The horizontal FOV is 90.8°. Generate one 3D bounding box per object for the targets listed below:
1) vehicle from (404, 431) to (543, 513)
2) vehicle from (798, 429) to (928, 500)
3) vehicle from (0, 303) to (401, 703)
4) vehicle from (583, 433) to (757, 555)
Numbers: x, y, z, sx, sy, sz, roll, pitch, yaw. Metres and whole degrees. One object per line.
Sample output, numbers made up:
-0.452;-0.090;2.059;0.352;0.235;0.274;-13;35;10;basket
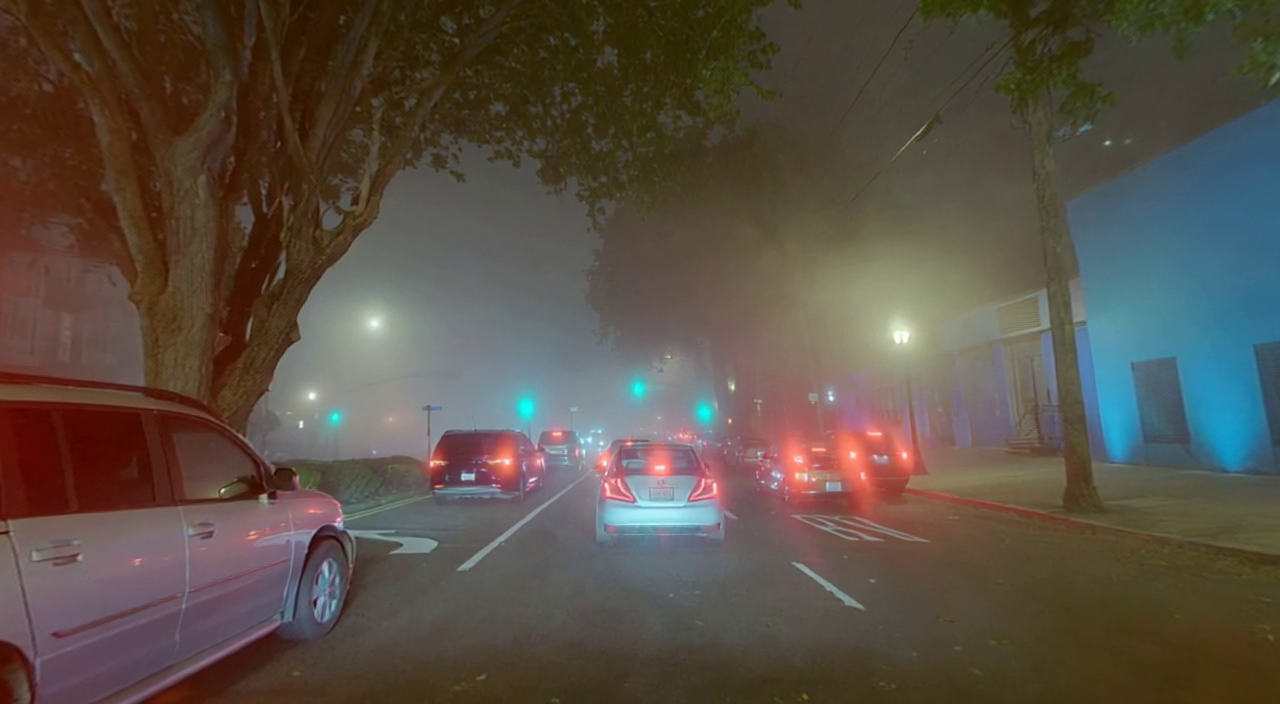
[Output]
-3.509;2.620;14.260;1.901;1.522;4.556;0;-9;0;vehicle
6.346;3.249;18.688;2.025;1.808;4.579;0;-9;-2;vehicle
-3.267;0.934;3.391;2.152;1.802;4.628;0;-9;0;vehicle
0.272;2.002;9.603;2.095;1.438;3.843;0;-9;-3;vehicle
